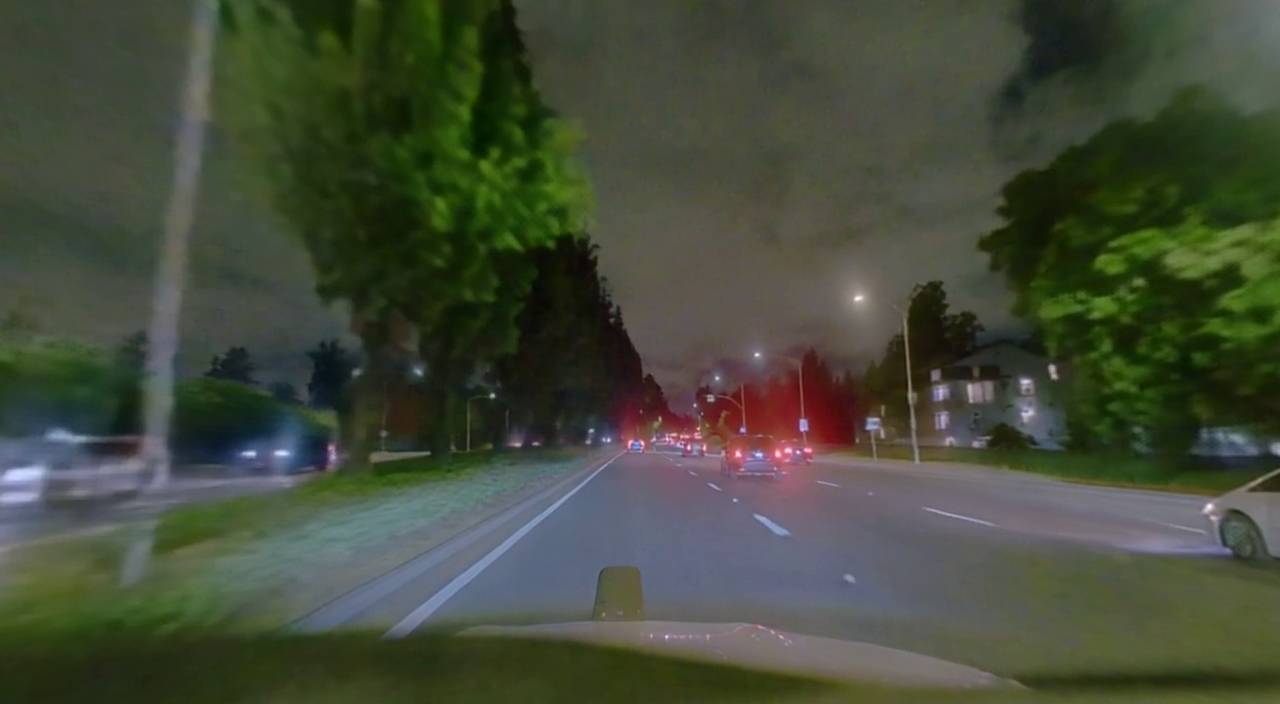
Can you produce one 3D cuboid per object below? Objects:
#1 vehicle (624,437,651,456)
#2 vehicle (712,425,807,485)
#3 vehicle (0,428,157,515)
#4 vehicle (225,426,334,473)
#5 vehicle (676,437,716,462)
[{"bbox_3d":[-0.225,7.463,49.881,1.988,1.418,4.214,0,-8,-1],"label":"vehicle"},{"bbox_3d":[3.939,3.511,21.762,2.209,1.813,4.724,0,-8,-2],"label":"vehicle"},{"bbox_3d":[-12.034,2.249,12.183,1.938,1.487,4.442,0,-8,0],"label":"vehicle"},{"bbox_3d":[-16.135,4.404,28.672,2.026,1.911,4.933,0,-8,0],"label":"vehicle"},{"bbox_3d":[3.476,6.159,39.960,2.064,1.474,4.389,0,-8,-1],"label":"vehicle"}]
